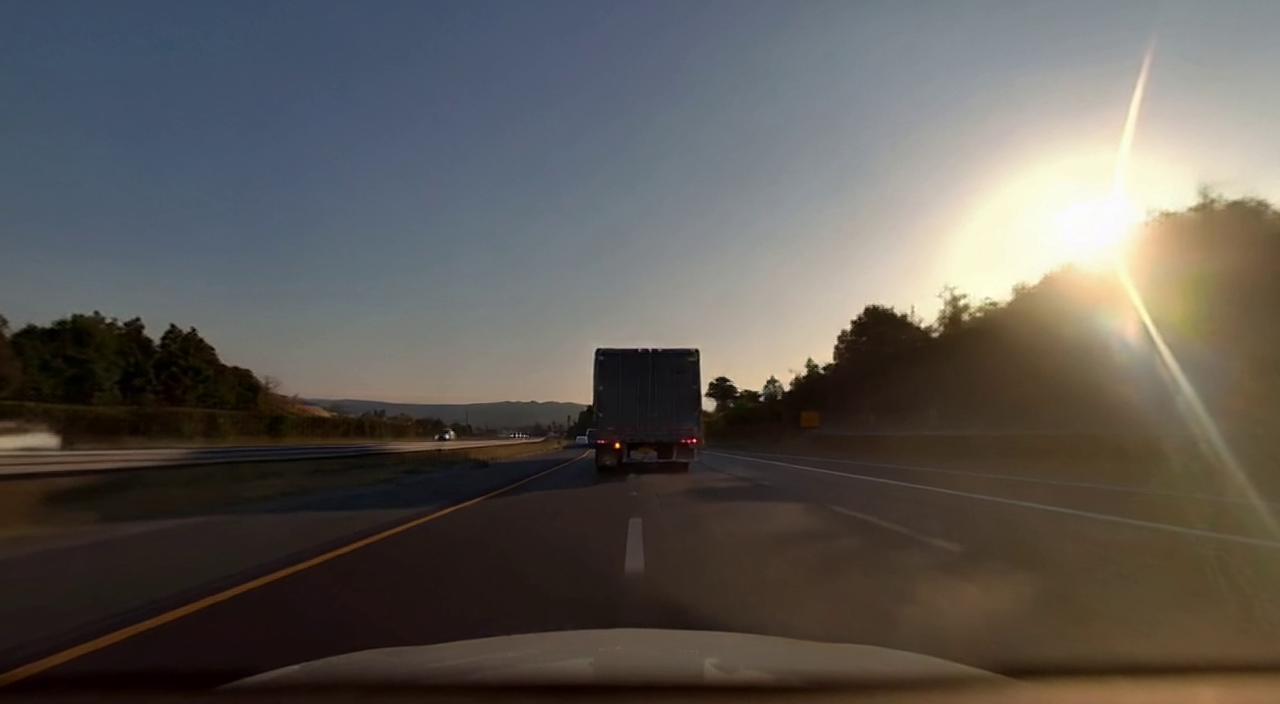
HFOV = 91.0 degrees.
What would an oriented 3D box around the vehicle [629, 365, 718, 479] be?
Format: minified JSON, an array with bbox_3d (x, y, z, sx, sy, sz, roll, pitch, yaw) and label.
[{"bbox_3d":[1.550,3.465,29.281,3.153,4.080,13.081,-1,-8,3],"label":"vehicle"}]
